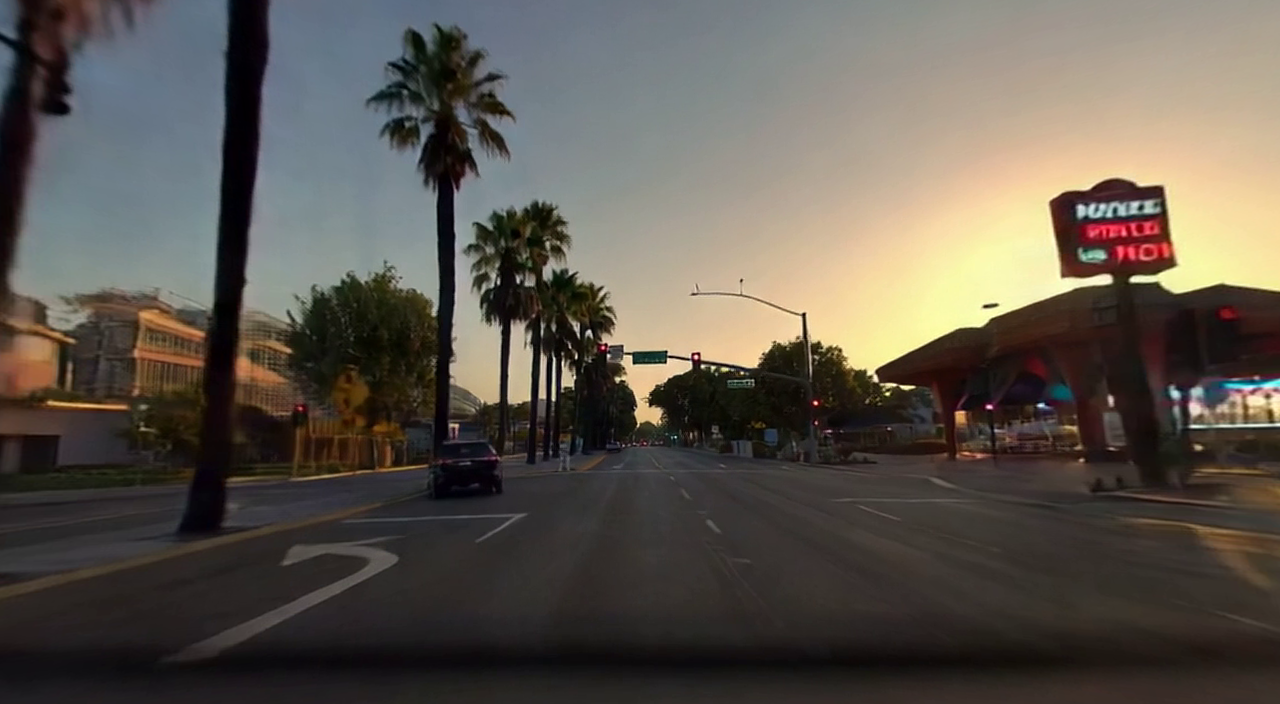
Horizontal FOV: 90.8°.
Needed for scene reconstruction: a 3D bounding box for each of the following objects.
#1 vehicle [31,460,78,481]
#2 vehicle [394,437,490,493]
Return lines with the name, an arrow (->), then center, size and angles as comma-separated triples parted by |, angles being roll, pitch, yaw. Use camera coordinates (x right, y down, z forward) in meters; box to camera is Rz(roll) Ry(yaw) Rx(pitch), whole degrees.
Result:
vehicle -> -46.170, 9.365, 49.914 | 1.825, 1.489, 4.695 | 3, -11, -32
vehicle -> -6.642, 3.671, 20.936 | 1.990, 1.639, 3.885 | 5, -10, -33
